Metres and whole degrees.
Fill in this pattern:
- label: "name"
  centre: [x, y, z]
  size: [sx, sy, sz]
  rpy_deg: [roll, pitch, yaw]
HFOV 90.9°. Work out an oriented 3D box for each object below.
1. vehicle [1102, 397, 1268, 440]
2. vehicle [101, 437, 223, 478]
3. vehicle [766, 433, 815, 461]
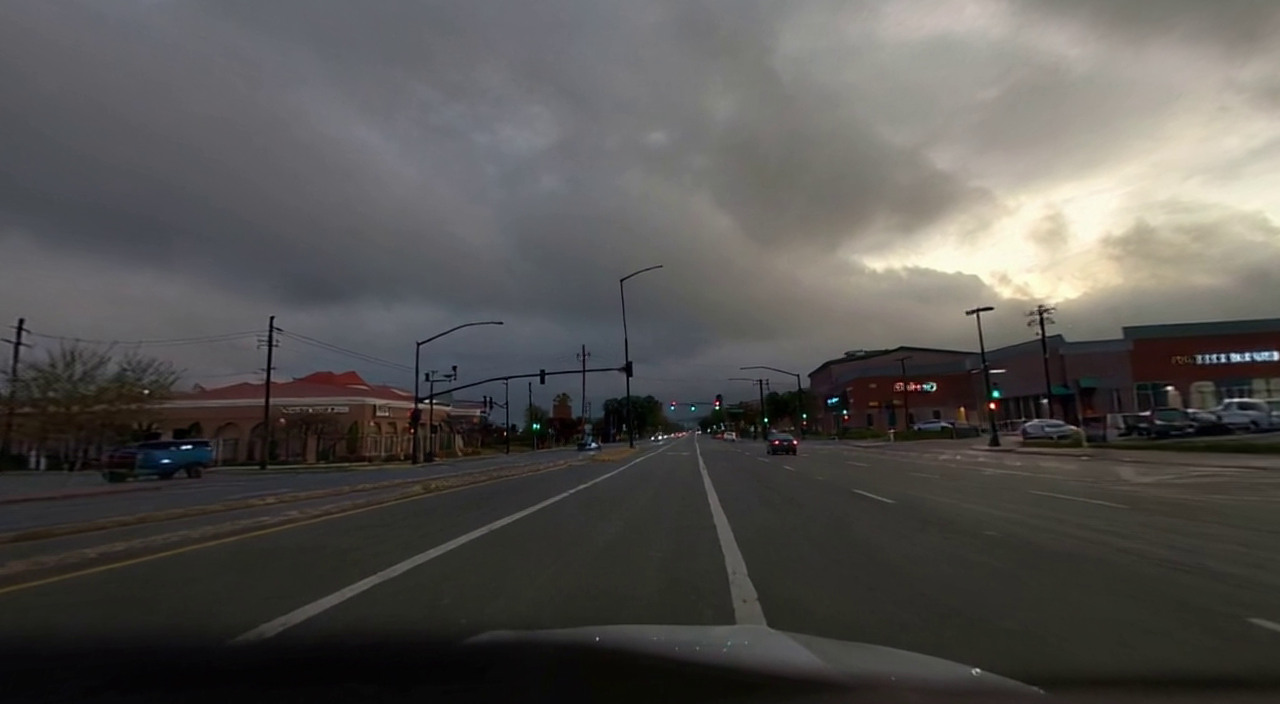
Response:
- label: "vehicle"
  centre: [30.391, 3.763, 35.375]
  size: [6.608, 2.249, 2.726]
  rpy_deg: [-1, -8, 3]
- label: "vehicle"
  centre: [-27.756, 6.113, 36.939]
  size: [2.298, 2.186, 5.973]
  rpy_deg: [0, -8, 2]
- label: "vehicle"
  centre: [8.677, 5.517, 36.729]
  size: [2.038, 1.528, 4.259]
  rpy_deg: [-1, -8, 4]
